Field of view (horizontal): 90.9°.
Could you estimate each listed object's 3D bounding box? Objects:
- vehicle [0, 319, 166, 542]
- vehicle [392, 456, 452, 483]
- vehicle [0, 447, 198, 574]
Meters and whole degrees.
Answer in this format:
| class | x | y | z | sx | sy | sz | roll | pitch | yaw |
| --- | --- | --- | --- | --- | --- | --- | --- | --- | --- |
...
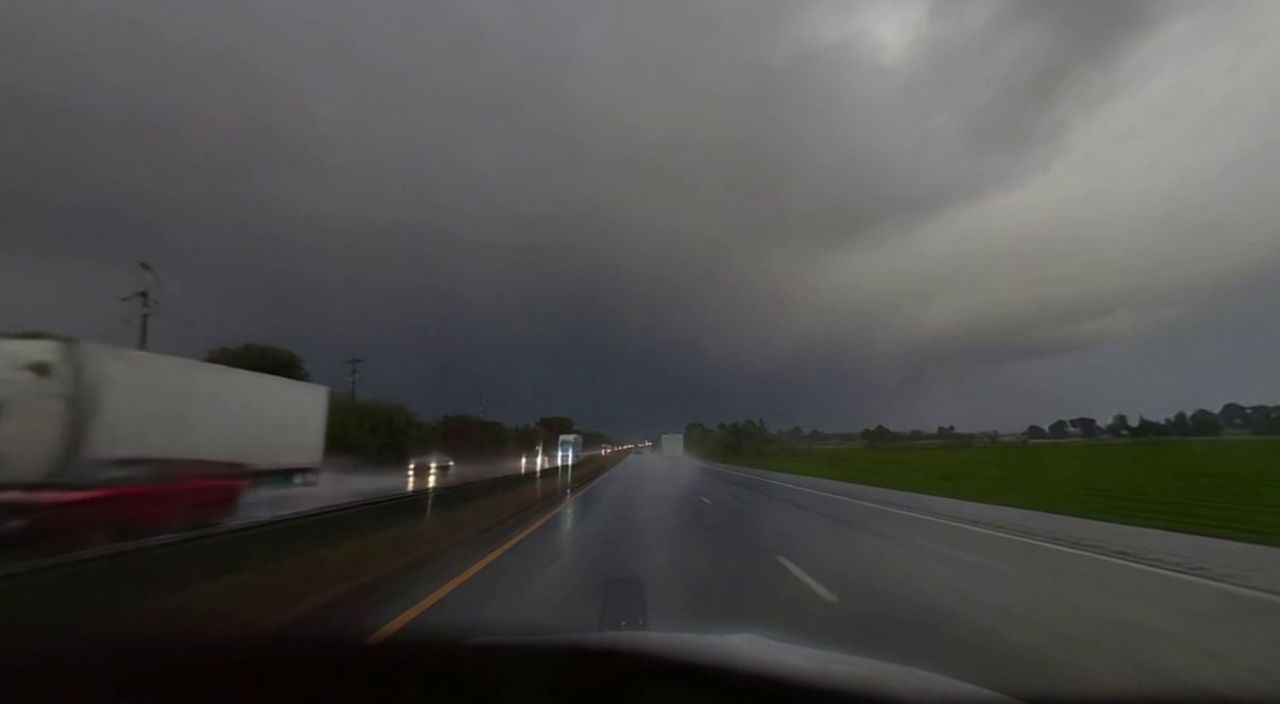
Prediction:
| class | x | y | z | sx | sy | sz | roll | pitch | yaw |
| --- | --- | --- | --- | --- | --- | --- | --- | --- | --- |
| vehicle | -12.916 | 1.489 | 11.728 | 3.047 | 3.925 | 6.286 | 0 | -9 | 0 |
| vehicle | -12.983 | 7.013 | 37.873 | 1.988 | 1.501 | 4.676 | 0 | -9 | 0 |
| vehicle | -8.656 | 2.109 | 8.876 | 1.963 | 1.511 | 3.901 | 0 | -9 | 0 |
